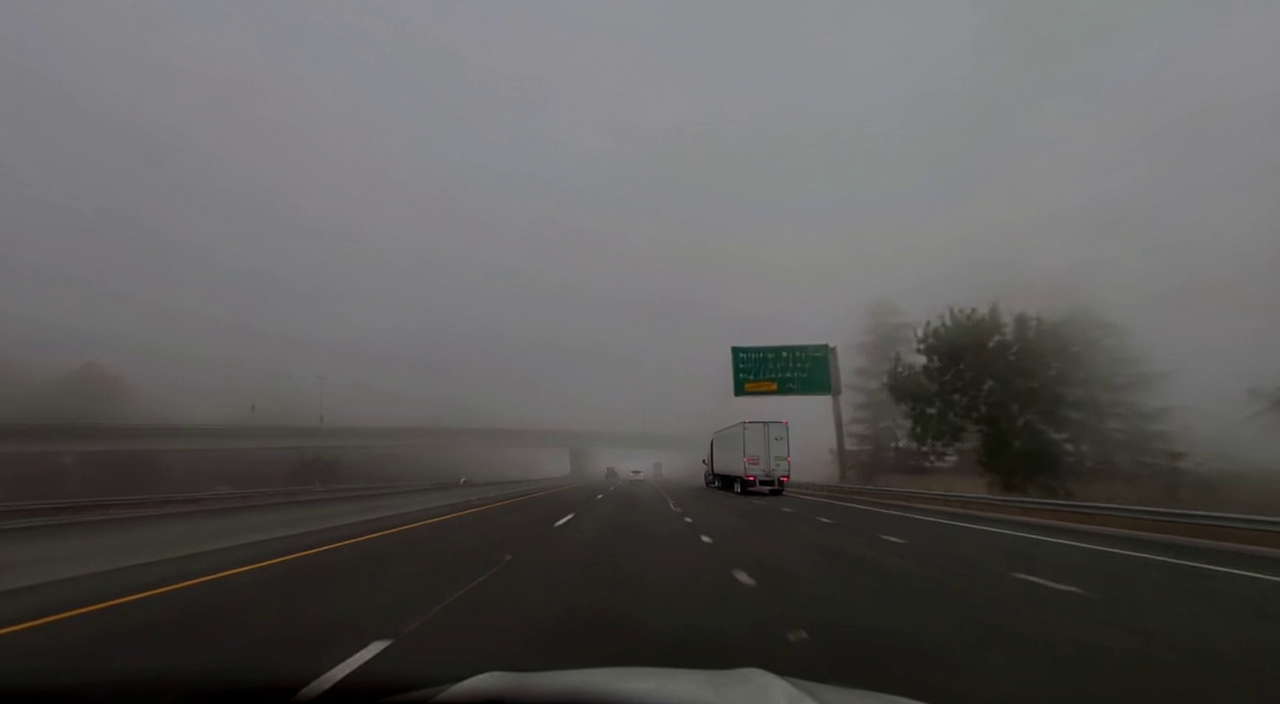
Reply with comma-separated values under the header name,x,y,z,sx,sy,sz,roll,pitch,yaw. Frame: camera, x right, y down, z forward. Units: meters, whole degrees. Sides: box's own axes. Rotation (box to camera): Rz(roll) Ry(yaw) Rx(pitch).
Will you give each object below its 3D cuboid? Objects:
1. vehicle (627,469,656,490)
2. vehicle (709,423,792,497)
name,x,y,z,sx,sy,sz,roll,pitch,yaw
vehicle,0.090,9.364,46.350,2.029,1.459,3.684,1,-11,-1
vehicle,6.983,7.365,42.413,2.926,4.073,13.836,1,-11,-1
